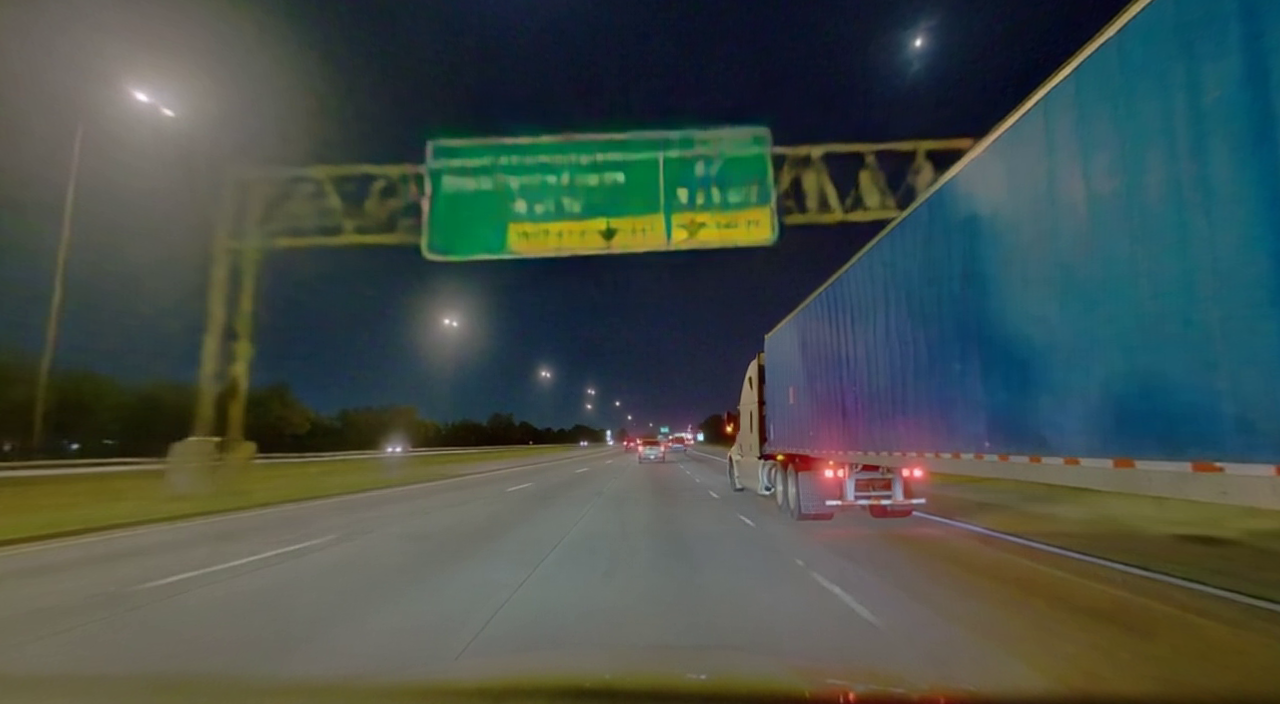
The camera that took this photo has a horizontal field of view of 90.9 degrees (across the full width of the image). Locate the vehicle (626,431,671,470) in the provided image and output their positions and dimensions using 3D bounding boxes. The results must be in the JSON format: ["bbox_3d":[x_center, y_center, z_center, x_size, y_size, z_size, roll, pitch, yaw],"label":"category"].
[{"bbox_3d":[0.405,5.156,33.051,2.205,1.860,4.301,0,-8,0],"label":"vehicle"}]

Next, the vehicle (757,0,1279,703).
[{"bbox_3d":[4.029,0.149,5.728,3.019,4.145,16.453,-1,-8,1],"label":"vehicle"}]
